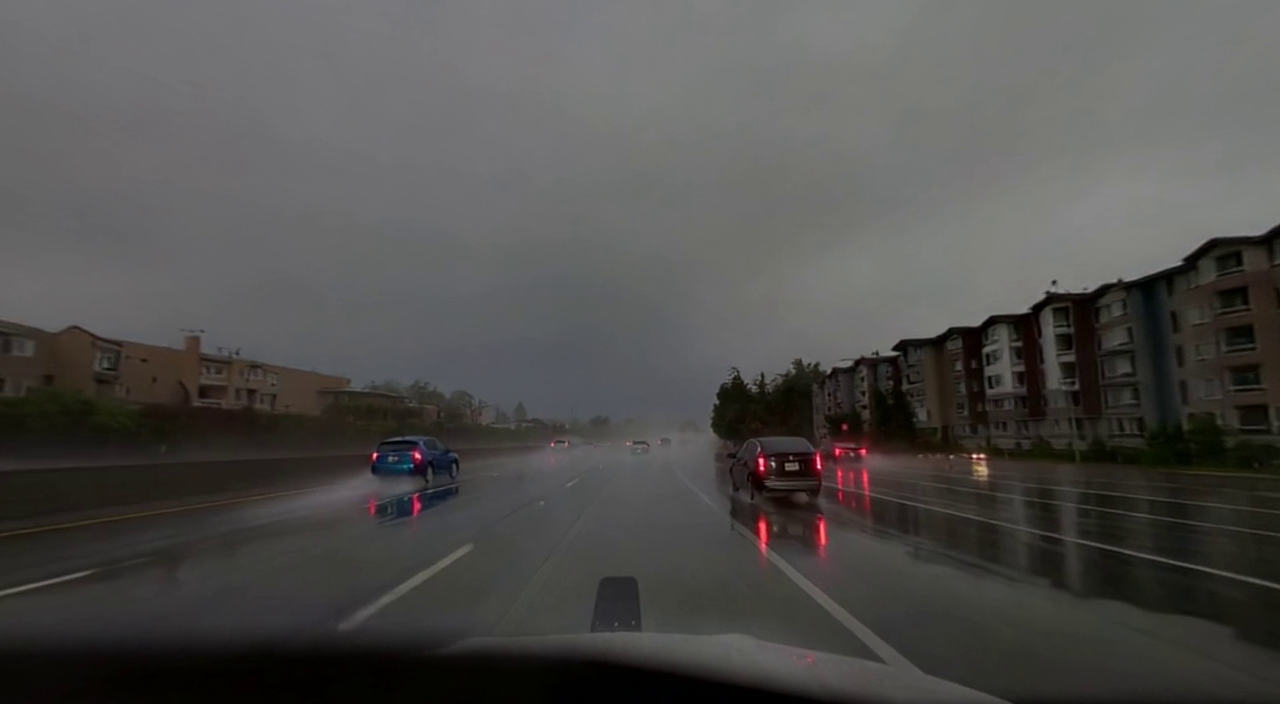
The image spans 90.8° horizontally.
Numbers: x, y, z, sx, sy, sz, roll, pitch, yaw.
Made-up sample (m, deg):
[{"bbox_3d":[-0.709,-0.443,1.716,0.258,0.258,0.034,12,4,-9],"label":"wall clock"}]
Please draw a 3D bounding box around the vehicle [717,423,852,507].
[{"bbox_3d":[3.181,2.608,14.972,2.080,1.694,4.286,0,-9,-1],"label":"vehicle"}]

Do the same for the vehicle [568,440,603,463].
[{"bbox_3d":[-3.682,6.830,43.430,2.002,1.466,4.378,0,-9,0],"label":"vehicle"}]

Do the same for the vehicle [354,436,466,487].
[{"bbox_3d":[-7.565,3.640,21.325,2.021,1.496,4.495,0,-9,1],"label":"vehicle"}]
